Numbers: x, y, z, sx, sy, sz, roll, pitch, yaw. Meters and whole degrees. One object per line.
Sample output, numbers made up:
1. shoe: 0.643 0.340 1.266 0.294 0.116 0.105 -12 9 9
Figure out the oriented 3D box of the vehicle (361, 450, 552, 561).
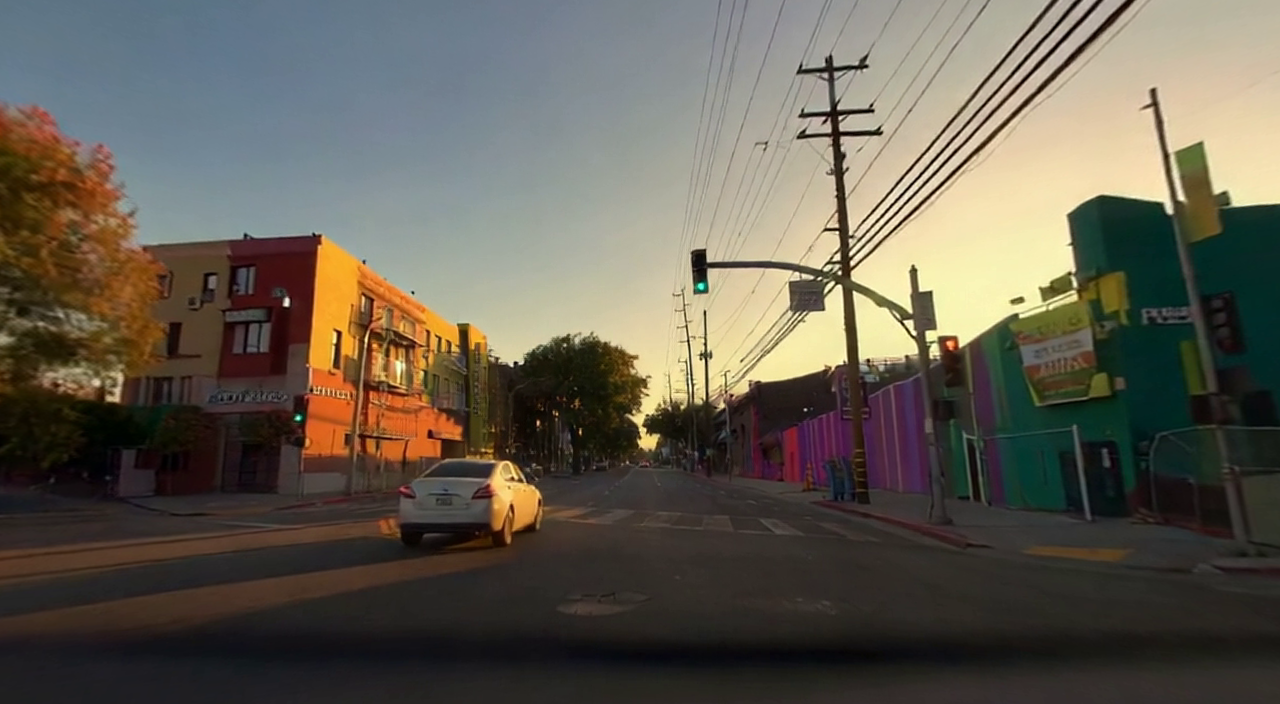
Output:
1. vehicle: -2.995 2.647 11.496 2.036 1.589 4.549 0 -10 1
